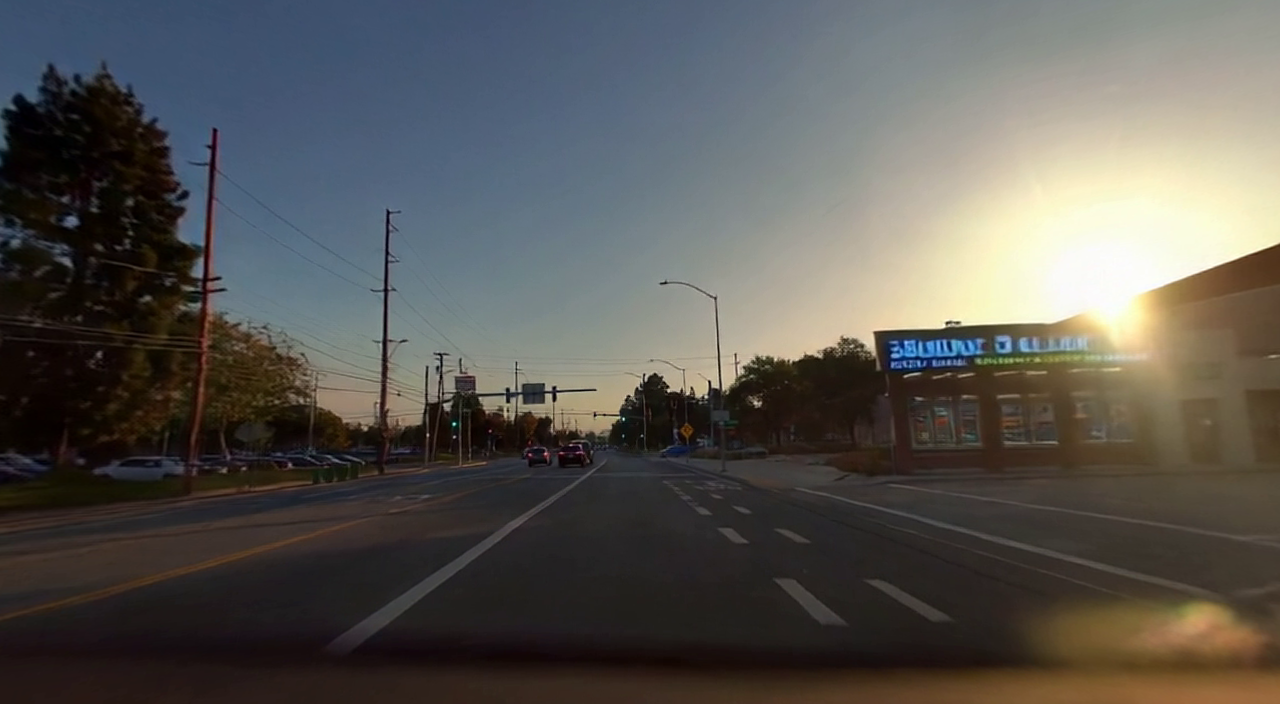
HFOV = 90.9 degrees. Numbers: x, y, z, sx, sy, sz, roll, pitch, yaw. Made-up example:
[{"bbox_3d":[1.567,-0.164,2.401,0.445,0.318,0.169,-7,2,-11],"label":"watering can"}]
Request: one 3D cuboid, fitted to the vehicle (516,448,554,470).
[{"bbox_3d":[-7.430,7.629,45.068,2.010,1.455,4.271,0,-9,-1],"label":"vehicle"}]
